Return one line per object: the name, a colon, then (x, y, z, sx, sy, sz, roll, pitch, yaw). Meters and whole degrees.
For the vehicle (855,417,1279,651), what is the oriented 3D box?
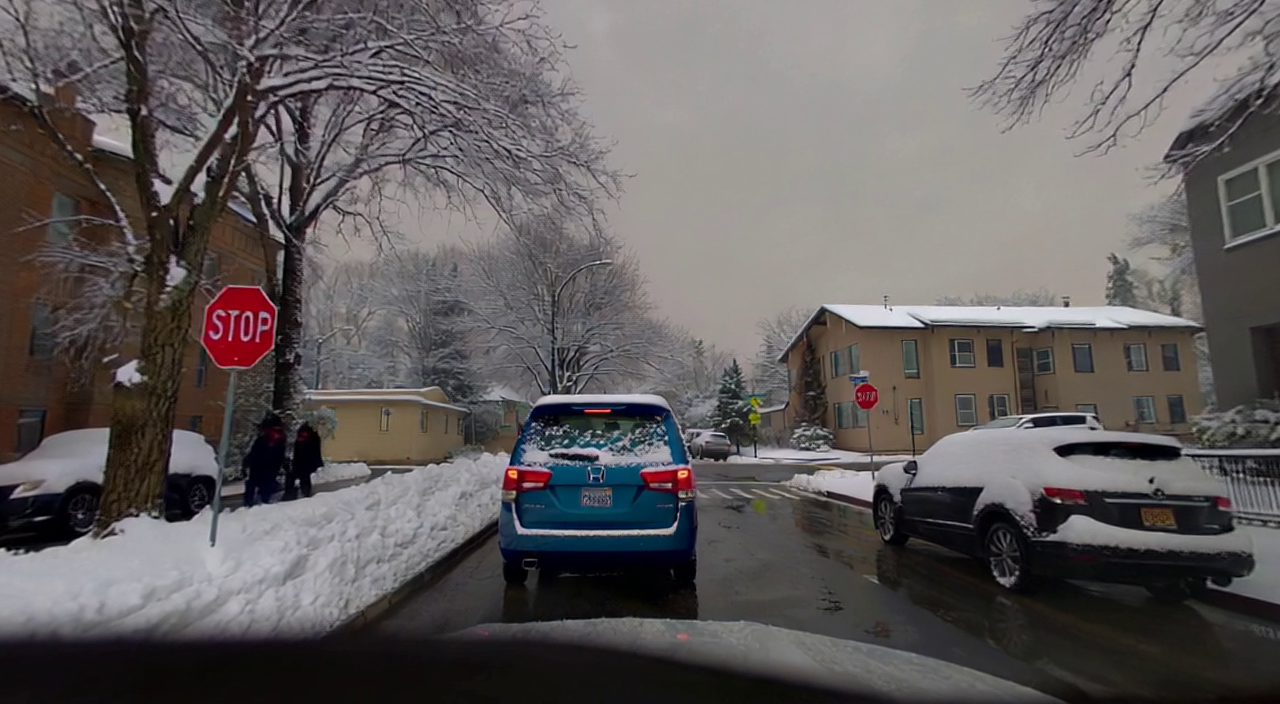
vehicle: (4.217, 1.680, 6.908, 1.959, 1.581, 4.731, 4, -9, -2)

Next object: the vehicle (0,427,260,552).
vehicle: (-8.293, 2.020, 10.055, 1.825, 1.532, 4.083, -3, -7, 2)

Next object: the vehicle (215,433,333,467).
vehicle: (-17.177, 4.621, 29.702, 4.387, 1.495, 1.811, 1, -8, -3)

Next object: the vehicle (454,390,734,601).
vehicle: (-0.402, 1.569, 7.768, 2.377, 1.787, 4.652, 0, -8, 0)
